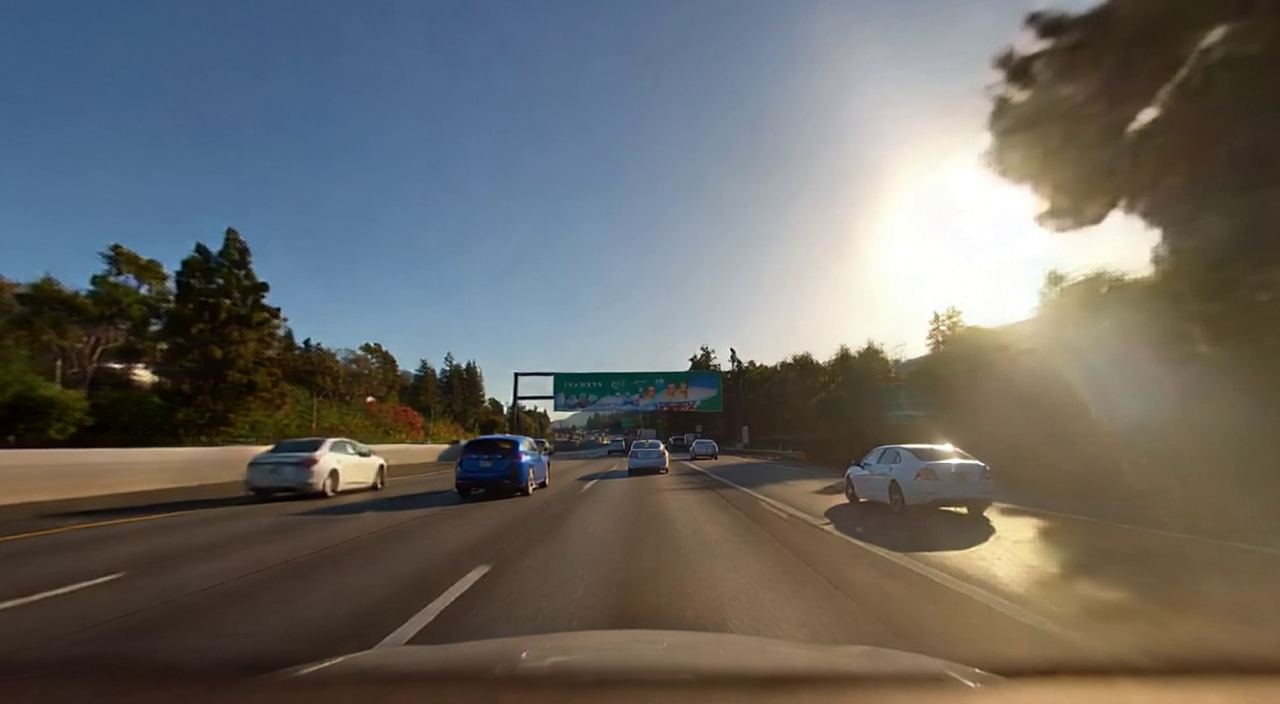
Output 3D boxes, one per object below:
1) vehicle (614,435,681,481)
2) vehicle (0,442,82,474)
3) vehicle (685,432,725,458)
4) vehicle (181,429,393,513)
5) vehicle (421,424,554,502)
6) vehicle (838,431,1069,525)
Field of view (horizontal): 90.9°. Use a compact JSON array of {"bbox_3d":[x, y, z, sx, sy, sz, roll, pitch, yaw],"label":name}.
[{"bbox_3d":[0.237,3.679,22.129,2.113,1.464,4.073,0,-8,0],"label":"vehicle"},{"bbox_3d":[-32.136,5.483,32.792,1.895,1.567,4.707,0,-8,0],"label":"vehicle"},{"bbox_3d":[4.609,6.681,45.266,2.261,1.781,4.709,0,-8,-1],"label":"vehicle"},{"bbox_3d":[-7.219,2.463,13.585,1.932,1.497,4.458,0,-8,1],"label":"vehicle"},{"bbox_3d":[-3.504,2.671,15.631,1.927,1.586,5.142,0,-8,1],"label":"vehicle"},{"bbox_3d":[5.552,2.271,11.988,2.030,1.442,4.358,0,-8,-2],"label":"vehicle"}]
